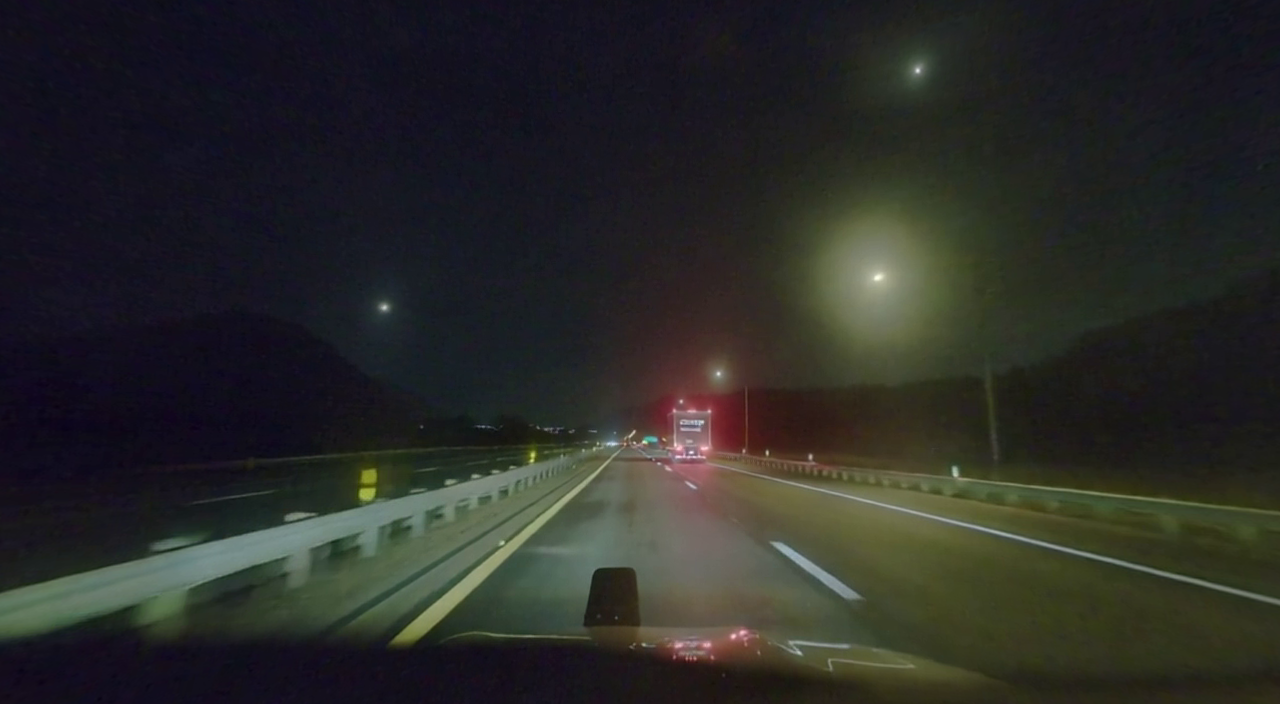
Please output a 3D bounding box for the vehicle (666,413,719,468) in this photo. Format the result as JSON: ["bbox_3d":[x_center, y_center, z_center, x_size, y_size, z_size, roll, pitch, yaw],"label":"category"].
[{"bbox_3d":[3.247,5.765,40.972,2.702,3.193,7.196,0,-8,-1],"label":"vehicle"}]
